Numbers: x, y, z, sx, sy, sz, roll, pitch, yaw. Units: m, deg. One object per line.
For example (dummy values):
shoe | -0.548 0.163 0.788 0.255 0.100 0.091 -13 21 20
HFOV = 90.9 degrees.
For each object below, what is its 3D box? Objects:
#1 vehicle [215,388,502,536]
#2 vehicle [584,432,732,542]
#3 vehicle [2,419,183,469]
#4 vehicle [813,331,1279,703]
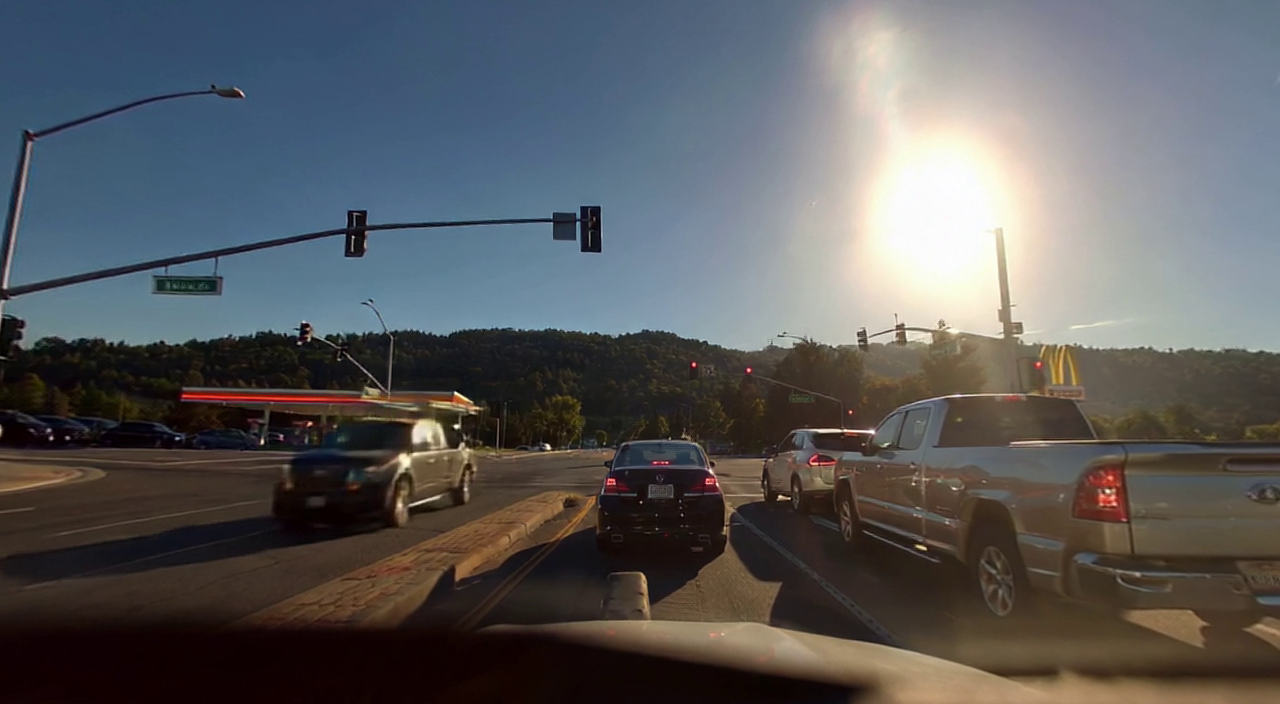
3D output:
vehicle | -4.745 2.011 12.090 2.615 2.031 5.638 2 -8 3
vehicle | 0.252 2.140 10.653 2.027 1.494 3.824 0 -8 0
vehicle | -19.704 3.334 22.858 4.742 1.720 2.107 -1 -8 5
vehicle | 3.585 1.279 5.746 2.277 1.871 6.143 0 -8 0
